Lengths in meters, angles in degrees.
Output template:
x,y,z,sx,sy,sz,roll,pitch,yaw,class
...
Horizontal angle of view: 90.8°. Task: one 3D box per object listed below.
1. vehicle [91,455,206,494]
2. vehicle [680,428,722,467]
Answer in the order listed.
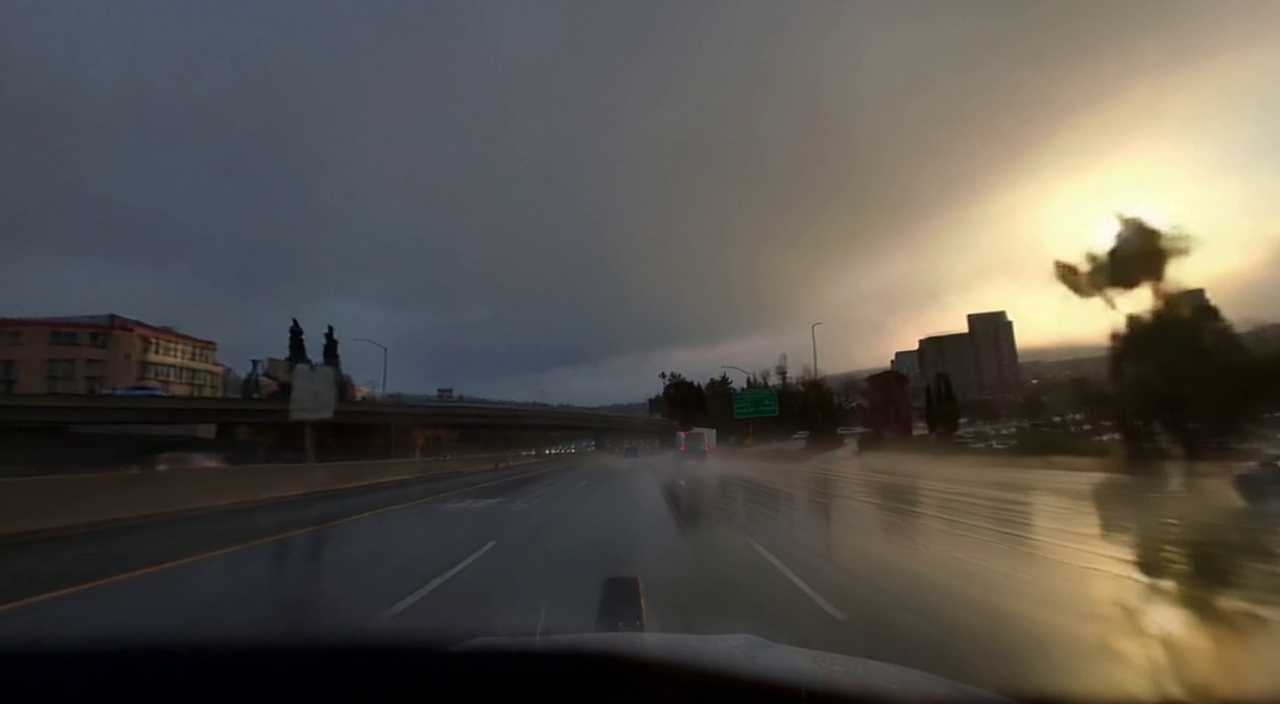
x,y,z,sx,sy,sz,roll,pitch,yaw,class
-23.167,5.774,30.029,1.911,1.641,4.276,0,-9,1,vehicle
4.433,7.084,46.902,2.576,2.670,5.494,0,-9,0,vehicle
